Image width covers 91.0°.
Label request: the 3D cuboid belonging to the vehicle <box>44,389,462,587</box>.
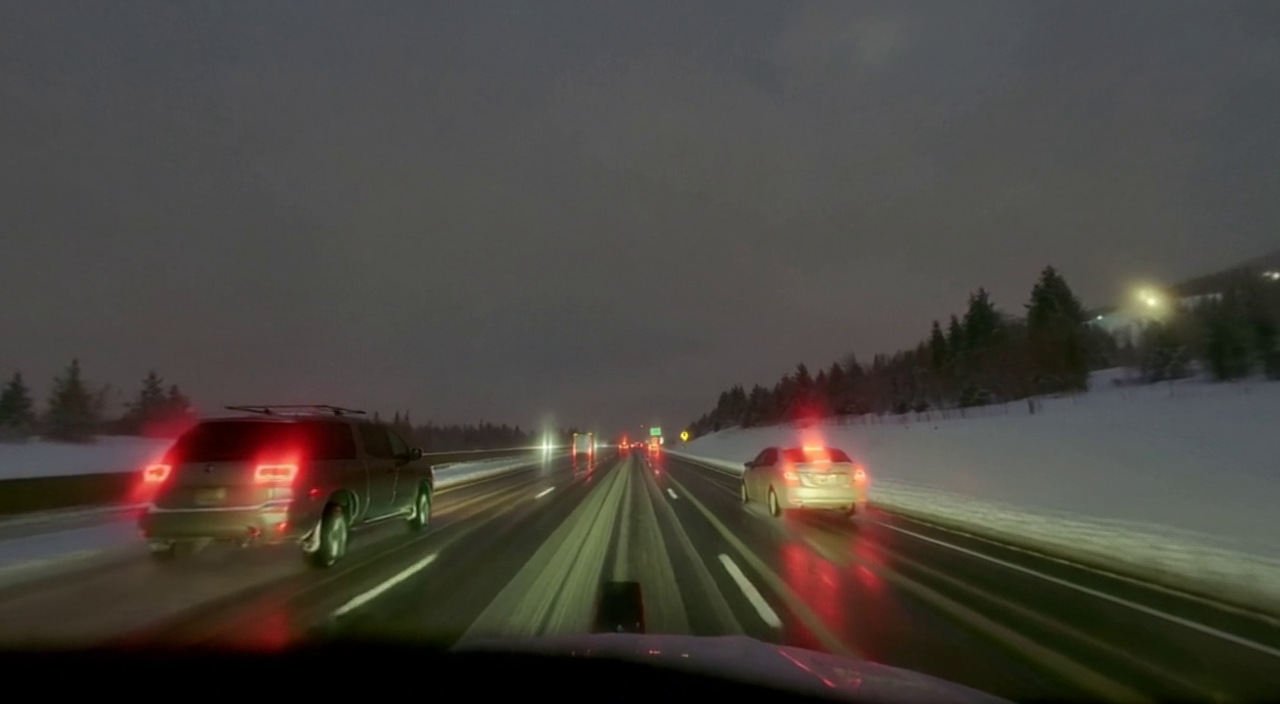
[{"bbox_3d":[-4.463,1.706,8.814,2.285,1.853,5.564,0,-9,0],"label":"vehicle"}]

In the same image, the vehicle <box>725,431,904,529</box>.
[{"bbox_3d":[3.084,2.397,12.427,2.047,1.532,4.884,1,-9,-1],"label":"vehicle"}]
